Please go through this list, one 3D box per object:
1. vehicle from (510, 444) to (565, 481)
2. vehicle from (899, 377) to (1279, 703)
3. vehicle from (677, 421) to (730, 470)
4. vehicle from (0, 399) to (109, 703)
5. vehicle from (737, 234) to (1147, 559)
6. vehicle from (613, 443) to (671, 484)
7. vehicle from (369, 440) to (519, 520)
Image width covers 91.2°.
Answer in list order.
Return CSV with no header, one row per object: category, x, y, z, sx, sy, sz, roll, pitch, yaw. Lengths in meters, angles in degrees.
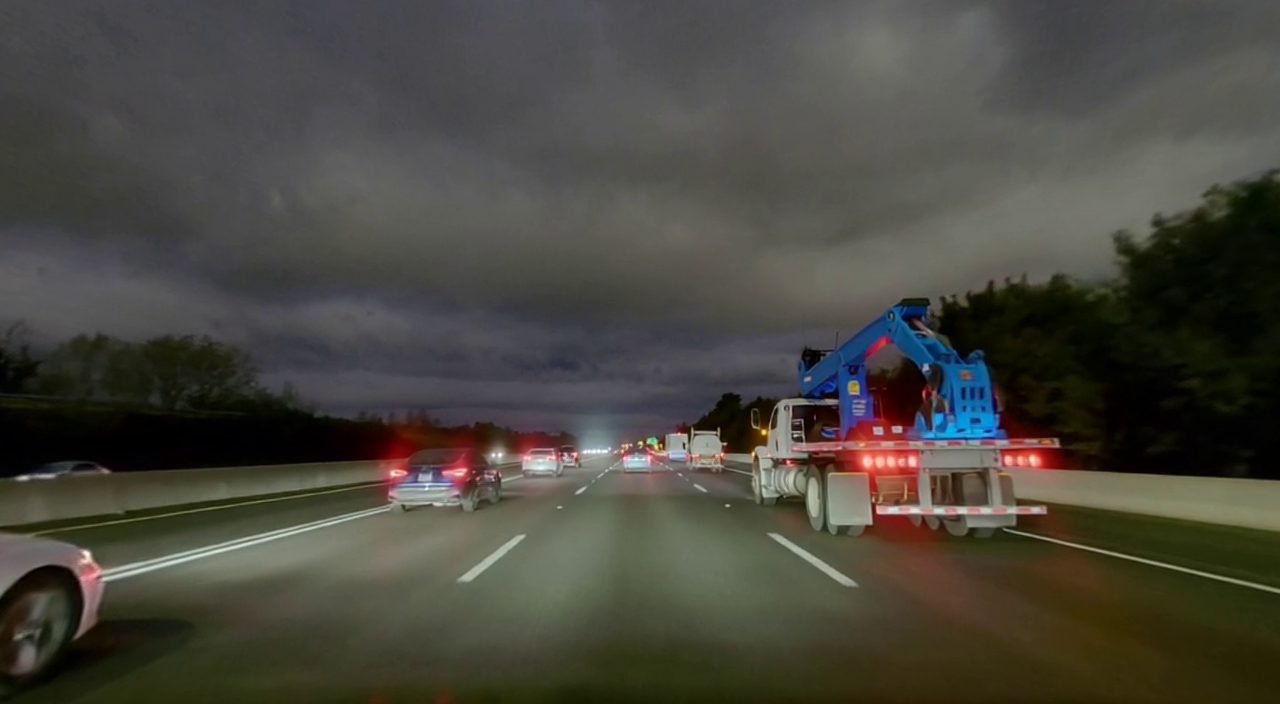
vehicle,-4.599,5.032,28.792,1.858,1.527,3.974,0,-9,0
vehicle,4.067,1.080,3.686,2.599,1.631,5.693,0,-9,-1
vehicle,3.917,5.991,40.121,2.416,2.829,7.016,0,-9,-2
vehicle,-4.158,0.792,1.597,1.978,1.556,4.119,0,-9,0
vehicle,3.930,1.071,11.171,2.975,3.618,8.456,0,-9,0
vehicle,0.021,4.477,25.458,2.150,1.498,3.988,0,-9,-2
vehicle,-4.232,2.823,14.435,1.880,1.507,4.757,0,-9,0
